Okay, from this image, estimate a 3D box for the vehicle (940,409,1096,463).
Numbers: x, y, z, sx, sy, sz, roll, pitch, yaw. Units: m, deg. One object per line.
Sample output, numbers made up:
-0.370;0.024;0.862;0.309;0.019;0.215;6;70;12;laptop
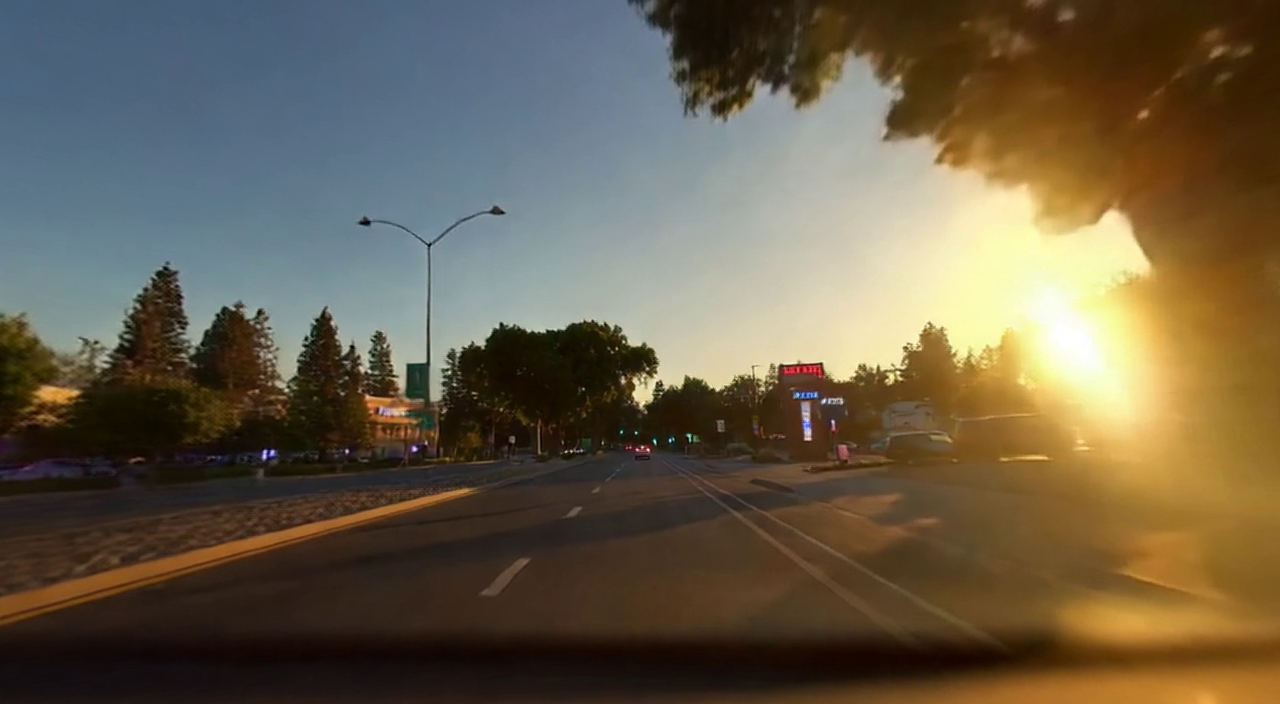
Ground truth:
13.988;3.140;23.580;4.514;1.929;1.991;0;-8;-4;vehicle
